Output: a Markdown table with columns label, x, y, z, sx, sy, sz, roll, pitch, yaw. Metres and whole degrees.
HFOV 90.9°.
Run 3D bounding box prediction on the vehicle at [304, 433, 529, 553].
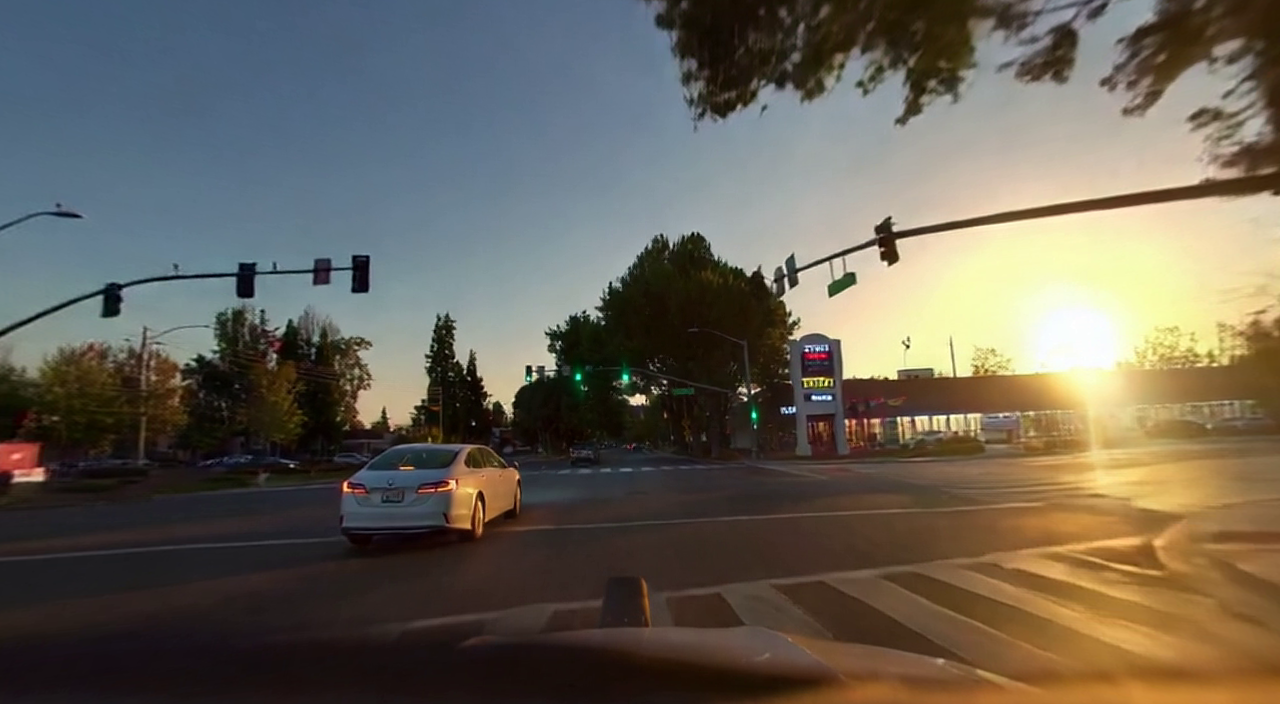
| label | x | y | z | sx | sy | sz | roll | pitch | yaw |
| --- | --- | --- | --- | --- | --- | --- | --- | --- | --- |
| vehicle | -3.220 | 2.112 | 10.216 | 2.018 | 1.477 | 4.401 | -1 | -8 | 0 |

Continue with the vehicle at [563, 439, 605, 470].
| label | x | y | z | sx | sy | sz | roll | pitch | yaw |
| --- | --- | --- | --- | --- | --- | --- | --- | --- | --- |
| vehicle | -3.243 | 6.075 | 37.398 | 2.109 | 1.692 | 4.220 | -1 | -8 | 0 |
